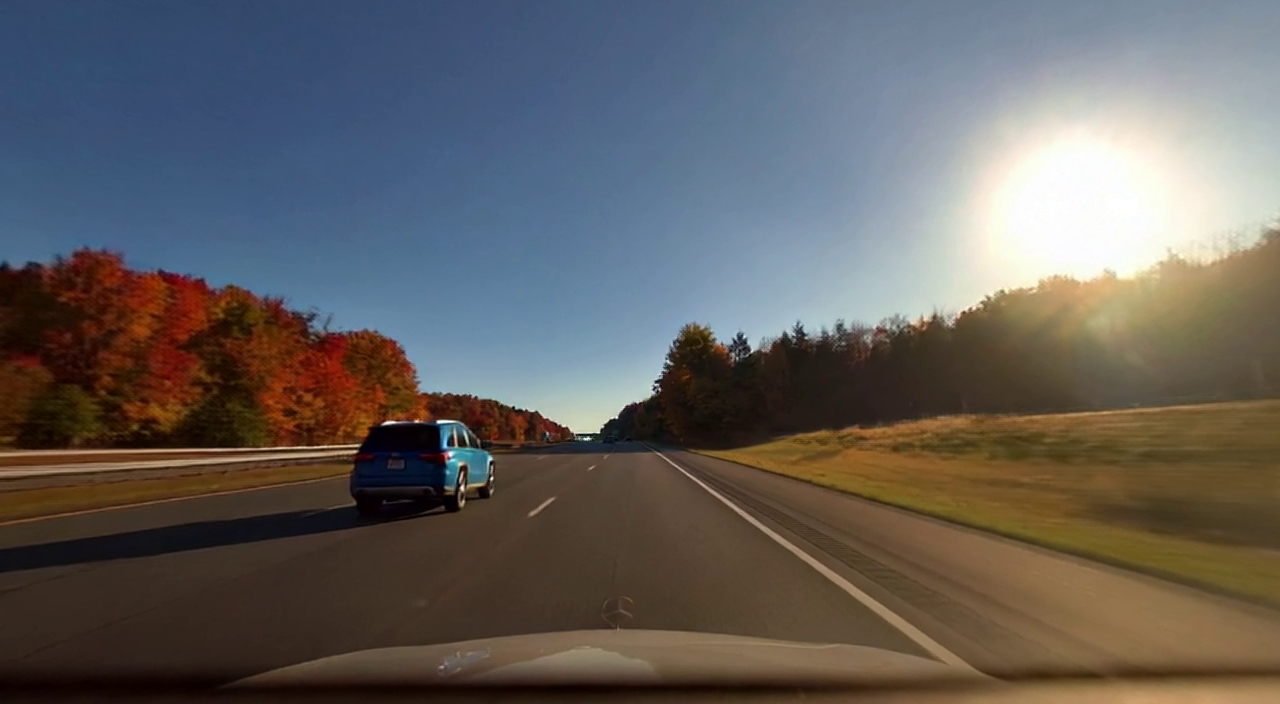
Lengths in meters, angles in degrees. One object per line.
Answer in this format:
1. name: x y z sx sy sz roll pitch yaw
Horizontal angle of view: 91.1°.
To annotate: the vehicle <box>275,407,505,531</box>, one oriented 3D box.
1. vehicle: -3.891 1.895 10.861 2.057 1.666 4.552 0 -8 0
